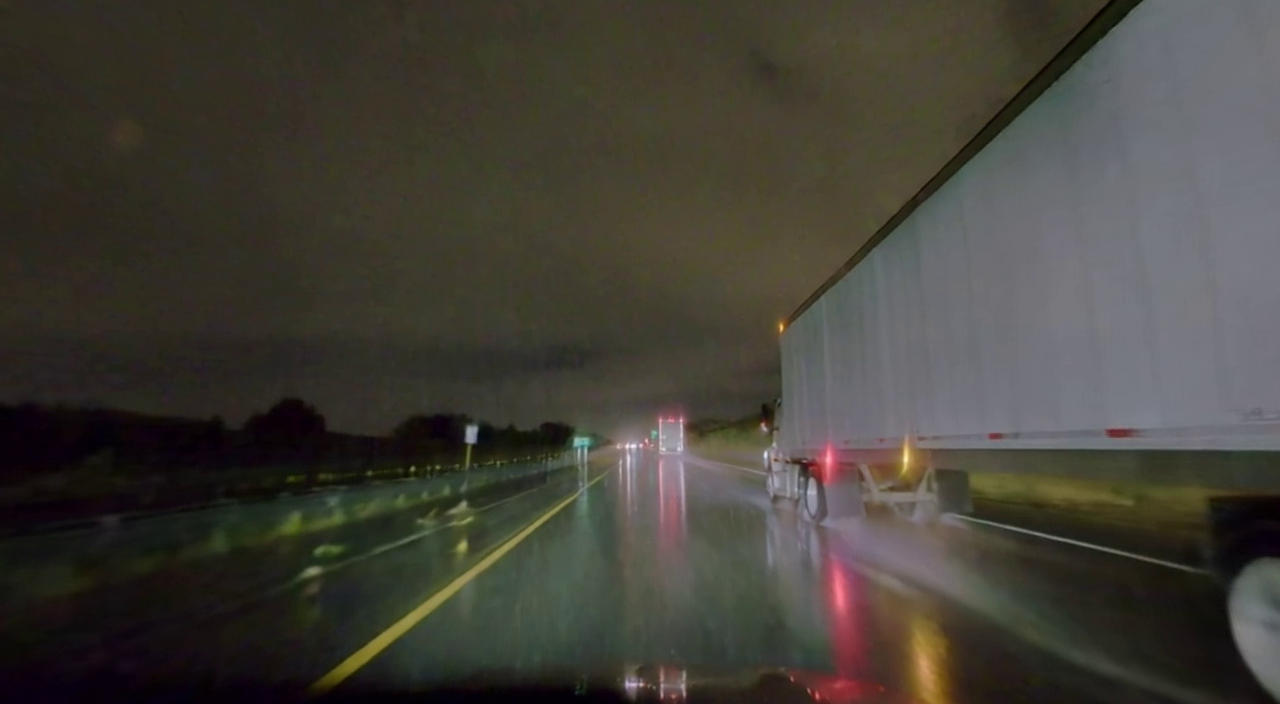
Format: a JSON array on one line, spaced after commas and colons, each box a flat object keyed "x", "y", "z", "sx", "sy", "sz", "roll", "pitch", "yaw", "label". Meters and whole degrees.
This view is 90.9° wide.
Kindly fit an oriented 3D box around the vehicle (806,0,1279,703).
[{"x": 4.487, "y": 0.292, "z": 5.762, "sx": 3.107, "sy": 3.718, "sz": 10.231, "roll": 0, "pitch": -9, "yaw": 0, "label": "vehicle"}]
